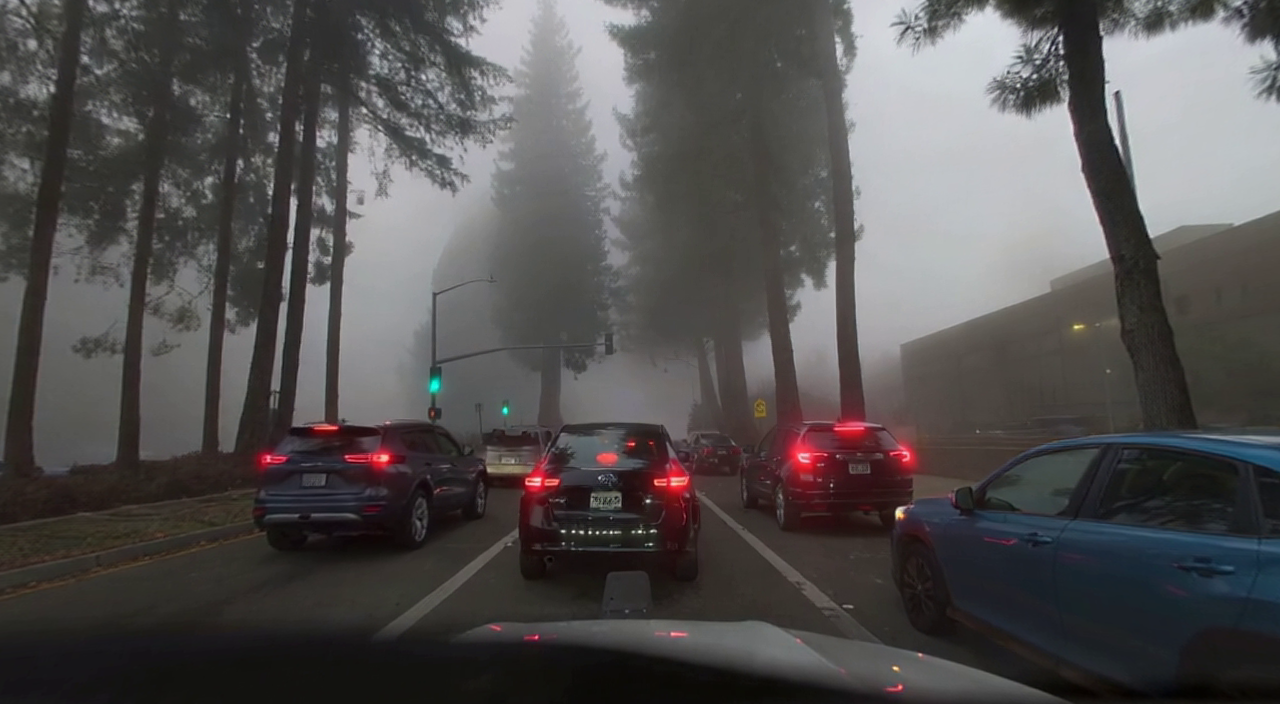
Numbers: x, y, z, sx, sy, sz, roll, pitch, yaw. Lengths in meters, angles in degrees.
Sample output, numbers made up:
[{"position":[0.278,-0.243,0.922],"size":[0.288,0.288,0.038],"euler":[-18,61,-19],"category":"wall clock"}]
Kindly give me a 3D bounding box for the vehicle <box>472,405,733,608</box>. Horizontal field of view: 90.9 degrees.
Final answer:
[{"position":[-0.352,1.585,7.420],"size":[2.114,1.631,4.459],"euler":[0,-8,-1],"category":"vehicle"}]

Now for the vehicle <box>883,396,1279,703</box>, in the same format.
[{"position":[3.244,1.070,3.397],"size":[2.045,1.459,4.462],"euler":[0,-8,-1],"category":"vehicle"}]

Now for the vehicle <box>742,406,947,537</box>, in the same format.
[{"position":[3.342,2.084,11.537],"size":[2.117,1.879,4.715],"euler":[0,-8,-1],"category":"vehicle"}]

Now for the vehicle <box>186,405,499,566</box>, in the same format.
[{"position":[-3.750,1.788,9.248],"size":[2.141,1.718,4.809],"euler":[0,-8,1],"category":"vehicle"}]
